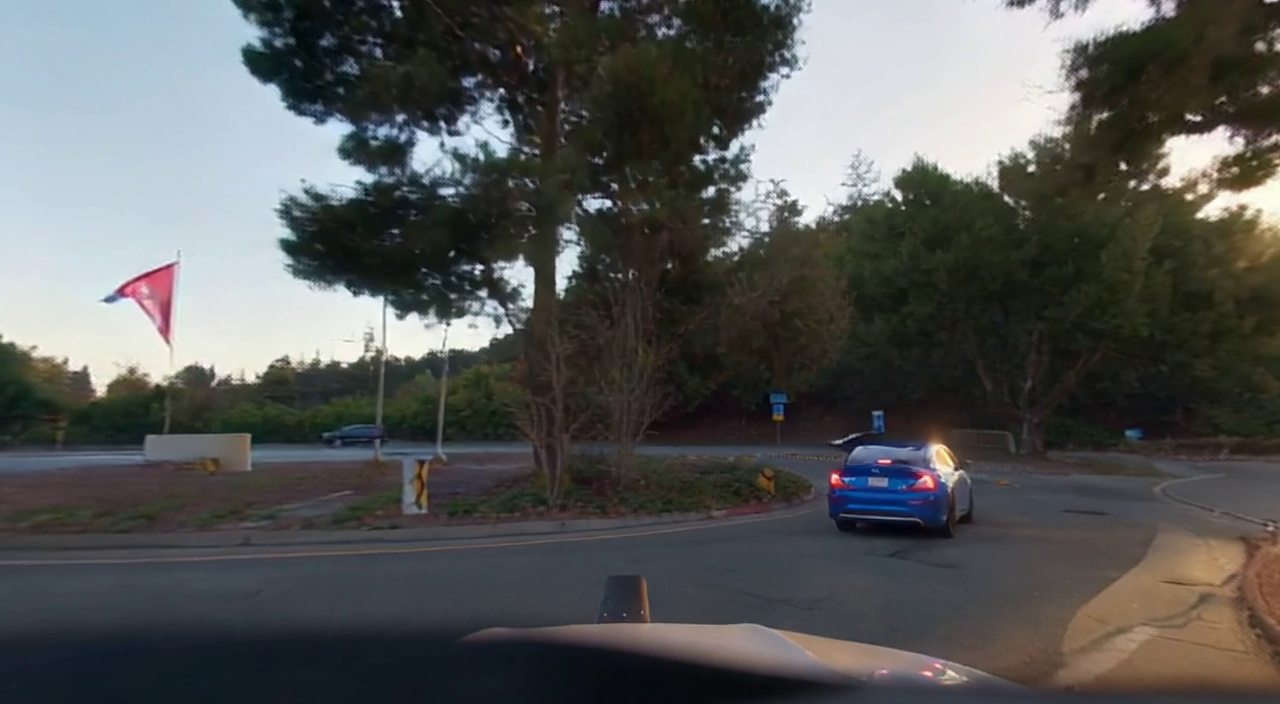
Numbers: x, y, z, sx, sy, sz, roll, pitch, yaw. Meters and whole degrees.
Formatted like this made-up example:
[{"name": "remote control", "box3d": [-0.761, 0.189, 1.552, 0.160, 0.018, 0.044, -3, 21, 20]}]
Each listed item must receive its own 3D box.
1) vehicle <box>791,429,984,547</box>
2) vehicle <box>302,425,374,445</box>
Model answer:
[{"name": "vehicle", "box3d": [4.418, 2.219, 10.919, 2.078, 1.607, 4.010, -6, -11, 35]}, {"name": "vehicle", "box3d": [-23.426, 6.446, 49.036, 4.652, 1.498, 1.783, 0, -9, 0]}]
